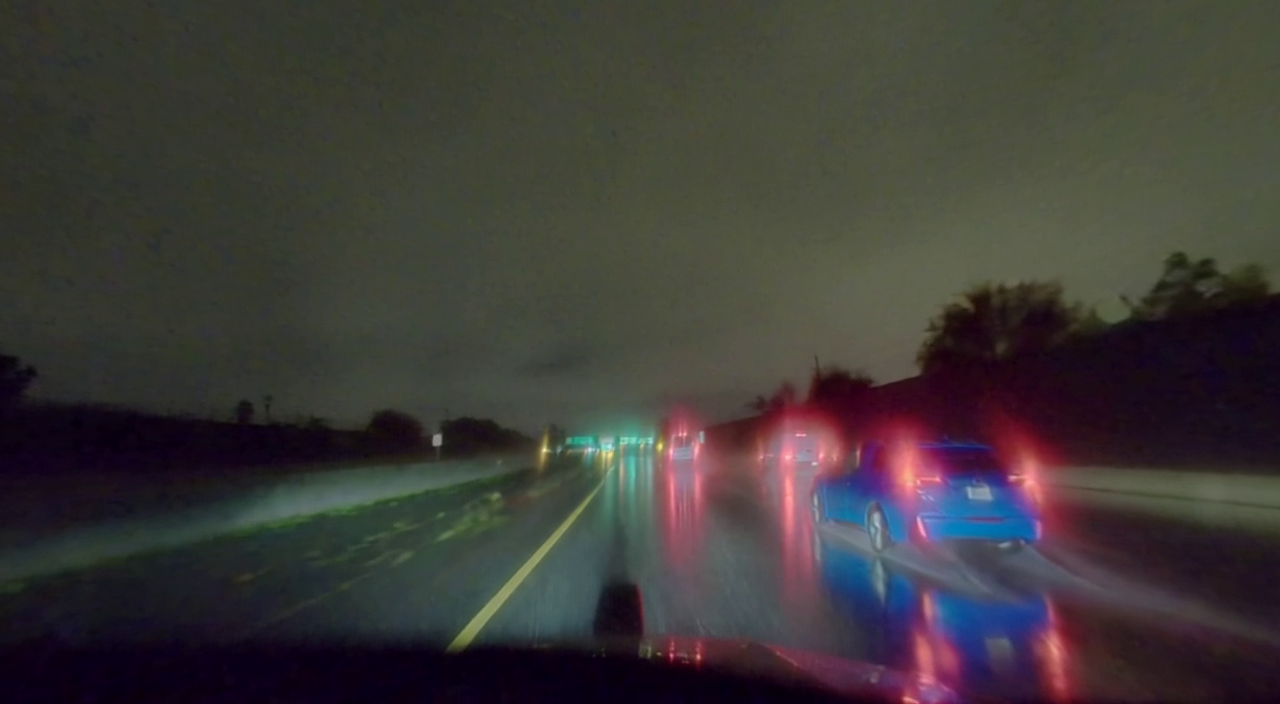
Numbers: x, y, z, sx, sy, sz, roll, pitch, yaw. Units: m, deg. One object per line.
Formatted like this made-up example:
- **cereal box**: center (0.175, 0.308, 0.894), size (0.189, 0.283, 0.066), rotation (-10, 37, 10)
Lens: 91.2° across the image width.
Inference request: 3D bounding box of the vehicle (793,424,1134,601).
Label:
- **vehicle**: center (3.527, 1.820, 7.995), size (2.002, 1.604, 4.265), rotation (0, -9, -1)
